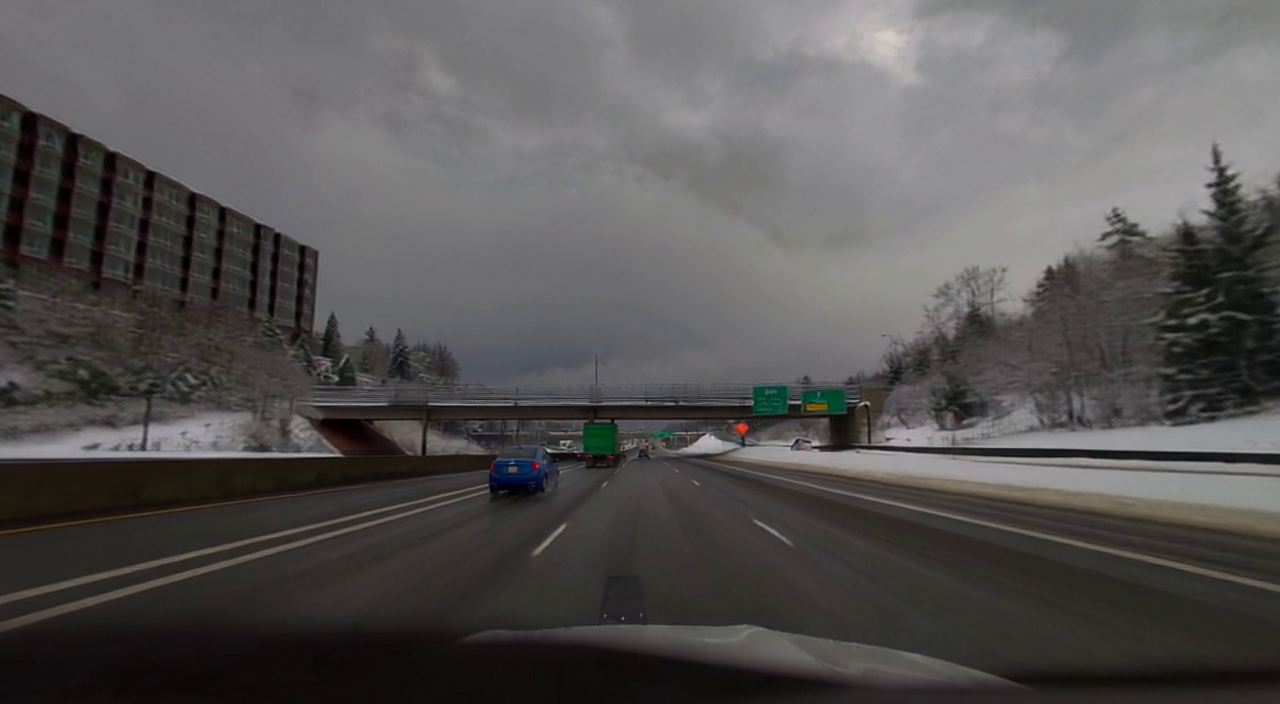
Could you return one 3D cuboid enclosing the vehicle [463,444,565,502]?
[{"bbox_3d":[-3.552,3.515,18.714,2.039,1.478,4.483,0,-9,1],"label":"vehicle"}]
